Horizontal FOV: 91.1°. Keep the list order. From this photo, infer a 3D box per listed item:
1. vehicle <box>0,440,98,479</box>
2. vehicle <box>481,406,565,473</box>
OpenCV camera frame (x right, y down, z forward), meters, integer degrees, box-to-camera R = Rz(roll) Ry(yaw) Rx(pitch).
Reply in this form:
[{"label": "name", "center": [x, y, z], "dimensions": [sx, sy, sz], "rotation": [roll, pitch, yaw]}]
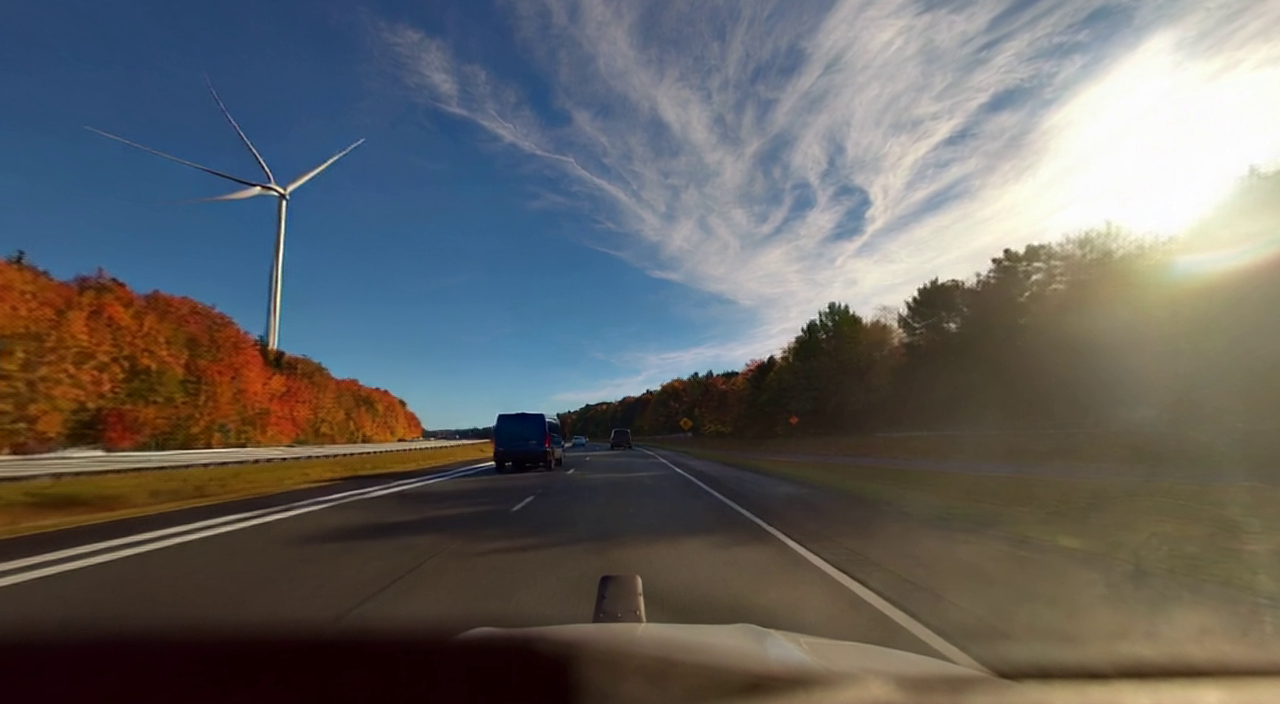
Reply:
[{"label": "vehicle", "center": [-28.702, 5.040, 29.865], "dimensions": [1.866, 1.653, 4.484], "rotation": [0, -8, -1]}, {"label": "vehicle", "center": [-4.346, 3.374, 24.348], "dimensions": [2.303, 2.323, 5.089], "rotation": [0, -8, 0]}]
